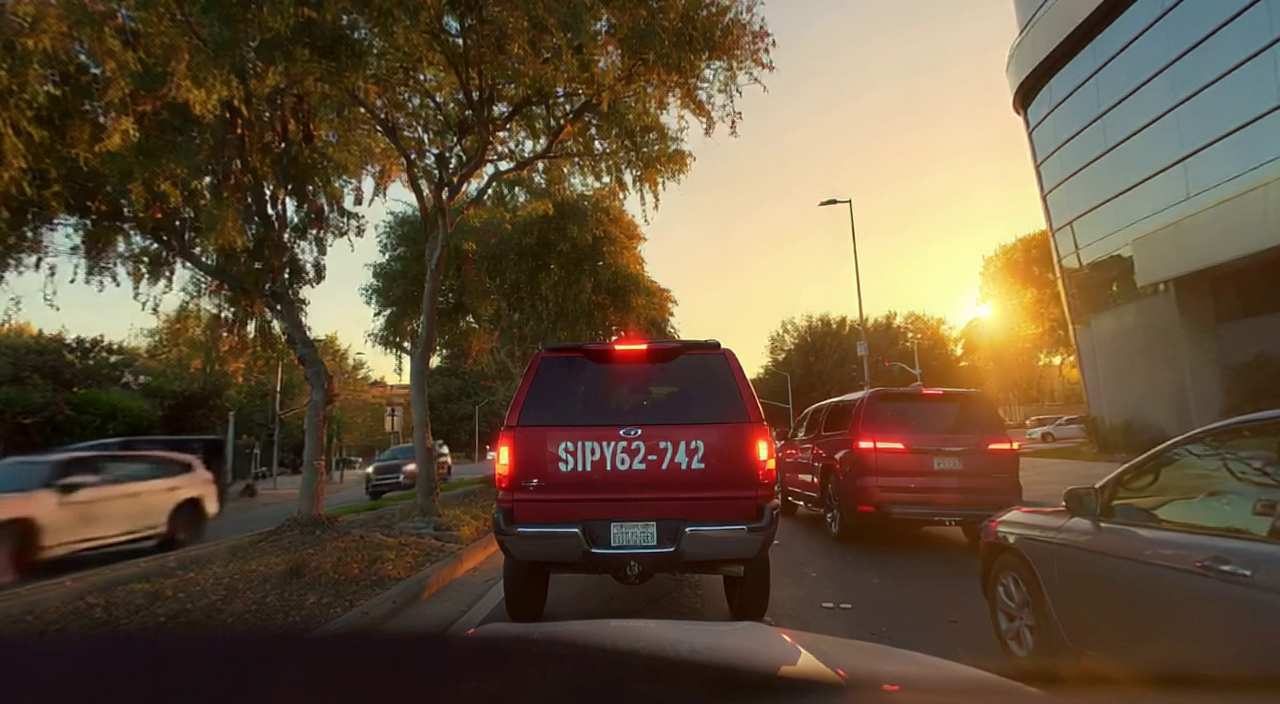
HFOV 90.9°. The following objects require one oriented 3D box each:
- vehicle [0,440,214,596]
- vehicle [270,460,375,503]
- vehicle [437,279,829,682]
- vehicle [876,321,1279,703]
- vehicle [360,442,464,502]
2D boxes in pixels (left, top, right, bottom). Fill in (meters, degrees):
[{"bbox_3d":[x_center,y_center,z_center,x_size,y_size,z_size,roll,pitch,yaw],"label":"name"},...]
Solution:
[{"bbox_3d":[-8.876,2.231,9.093,2.128,1.868,4.863,0,-8,-2],"label":"vehicle"},{"bbox_3d":[-15.734,6.428,31.706,2.214,1.815,5.613,0,-8,2],"label":"vehicle"},{"bbox_3d":[0.013,1.039,5.975,2.267,2.372,4.366,0,-8,2],"label":"vehicle"},{"bbox_3d":[3.078,0.989,3.465,2.022,1.700,4.410,0,-8,3],"label":"vehicle"},{"bbox_3d":[-8.975,4.709,25.362,2.126,2.027,5.018,-3,-9,2],"label":"vehicle"}]
